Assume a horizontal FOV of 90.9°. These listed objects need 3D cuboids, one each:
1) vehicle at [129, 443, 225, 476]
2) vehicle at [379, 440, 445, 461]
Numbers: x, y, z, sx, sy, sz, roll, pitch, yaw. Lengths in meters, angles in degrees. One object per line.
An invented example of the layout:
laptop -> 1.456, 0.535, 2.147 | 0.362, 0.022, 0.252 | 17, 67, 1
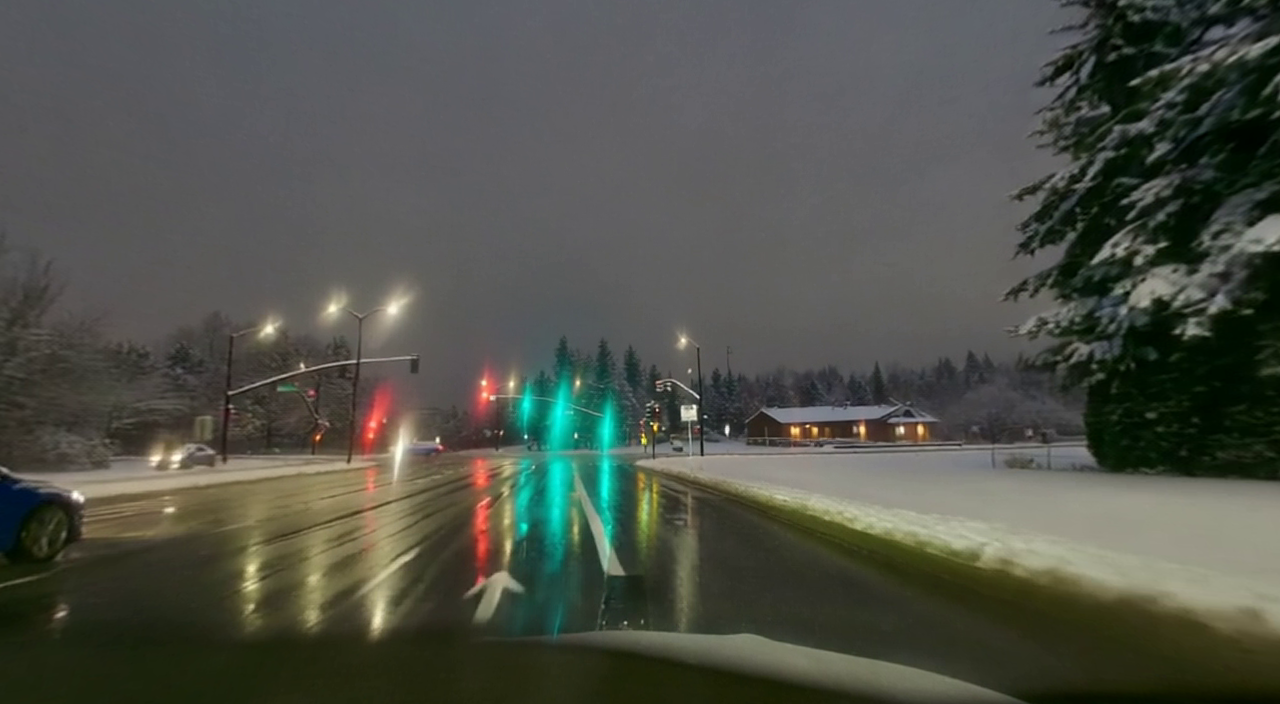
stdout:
vehicle -> -22.466, 5.196, 30.790 | 1.877, 1.492, 4.205 | 1, -8, -7
vehicle -> -17.548, 7.553, 48.671 | 1.837, 1.530, 4.570 | -6, -10, 32
